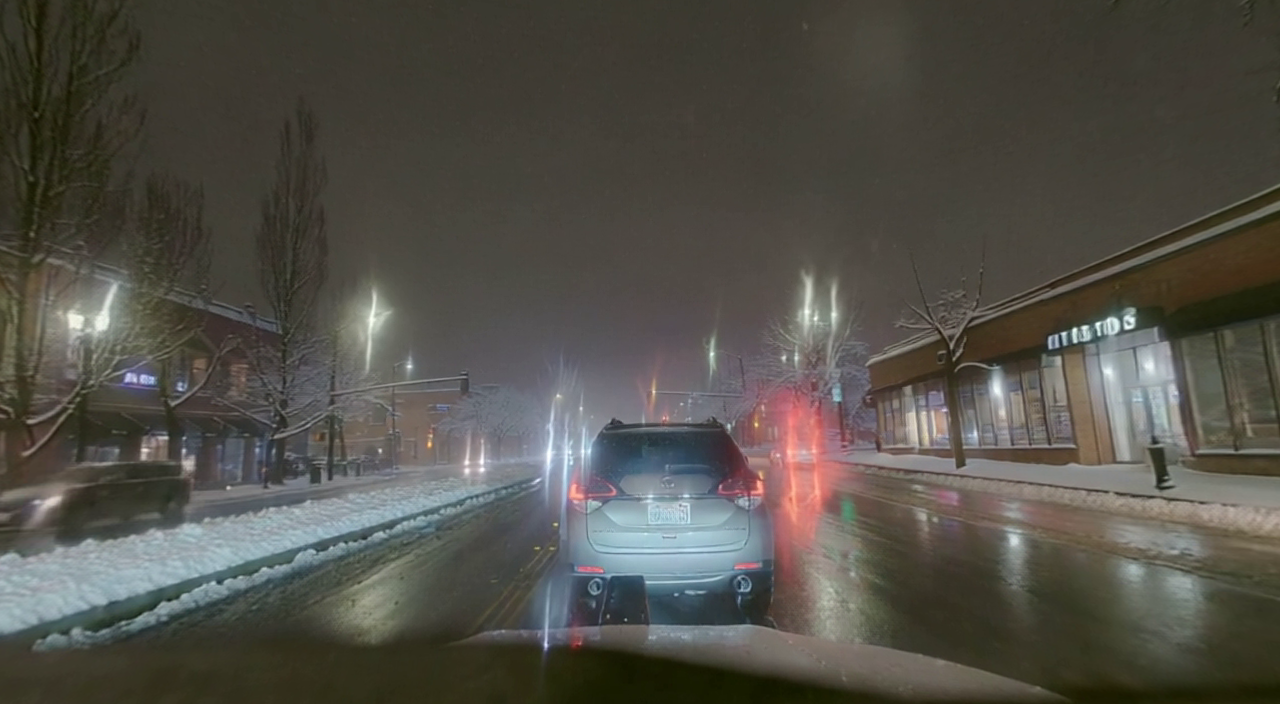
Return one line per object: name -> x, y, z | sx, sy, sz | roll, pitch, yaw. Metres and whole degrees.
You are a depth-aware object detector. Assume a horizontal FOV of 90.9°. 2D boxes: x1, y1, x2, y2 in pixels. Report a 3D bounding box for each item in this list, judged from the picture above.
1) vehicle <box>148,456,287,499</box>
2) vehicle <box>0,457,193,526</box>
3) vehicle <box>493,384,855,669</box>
vehicle -> -18.588, 5.485, 27.980 | 1.981, 1.659, 4.608 | -5, -10, 29
vehicle -> -14.181, 3.562, 16.544 | 1.991, 1.486, 3.844 | 0, -8, 1
vehicle -> 0.201, 1.310, 5.732 | 2.125, 1.669, 3.880 | 0, -8, 0
